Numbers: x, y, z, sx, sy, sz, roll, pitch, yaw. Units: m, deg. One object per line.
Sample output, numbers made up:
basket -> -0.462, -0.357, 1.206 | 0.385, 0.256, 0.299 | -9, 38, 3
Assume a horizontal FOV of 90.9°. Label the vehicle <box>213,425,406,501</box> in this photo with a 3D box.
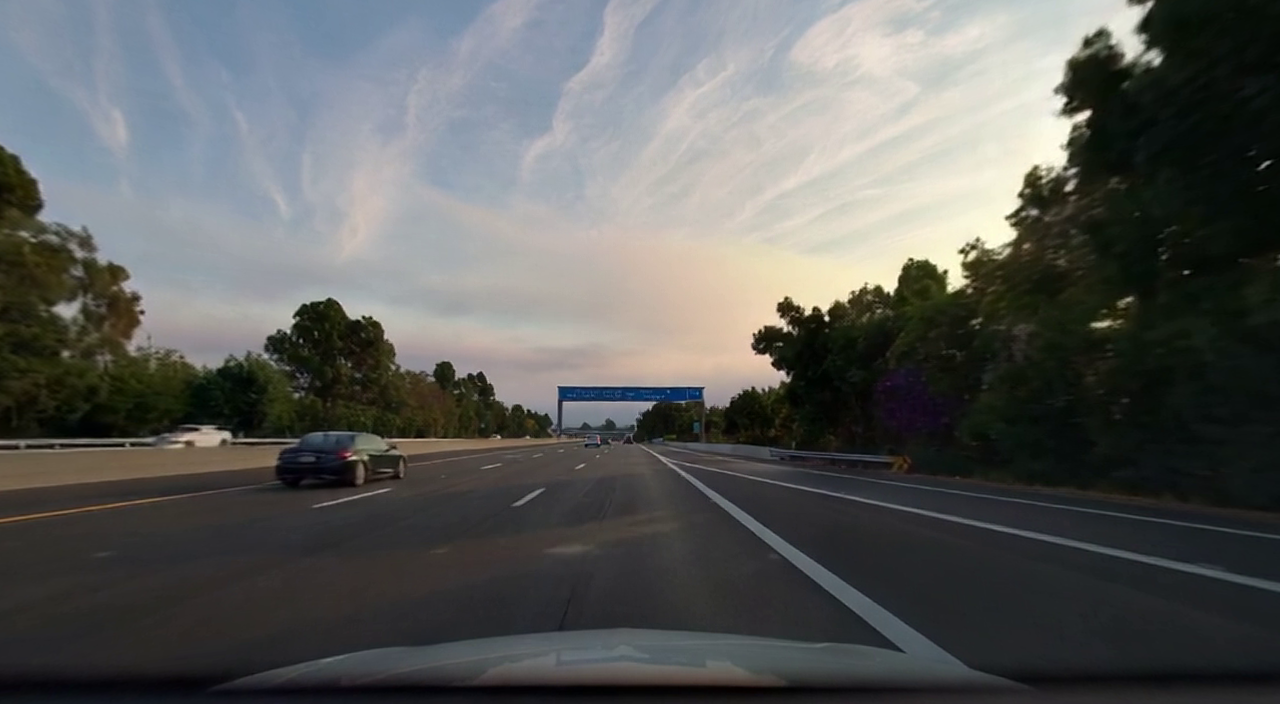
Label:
vehicle -> -7.950, 2.694, 15.932 | 2.092, 1.574, 5.251 | 0, -8, 0
